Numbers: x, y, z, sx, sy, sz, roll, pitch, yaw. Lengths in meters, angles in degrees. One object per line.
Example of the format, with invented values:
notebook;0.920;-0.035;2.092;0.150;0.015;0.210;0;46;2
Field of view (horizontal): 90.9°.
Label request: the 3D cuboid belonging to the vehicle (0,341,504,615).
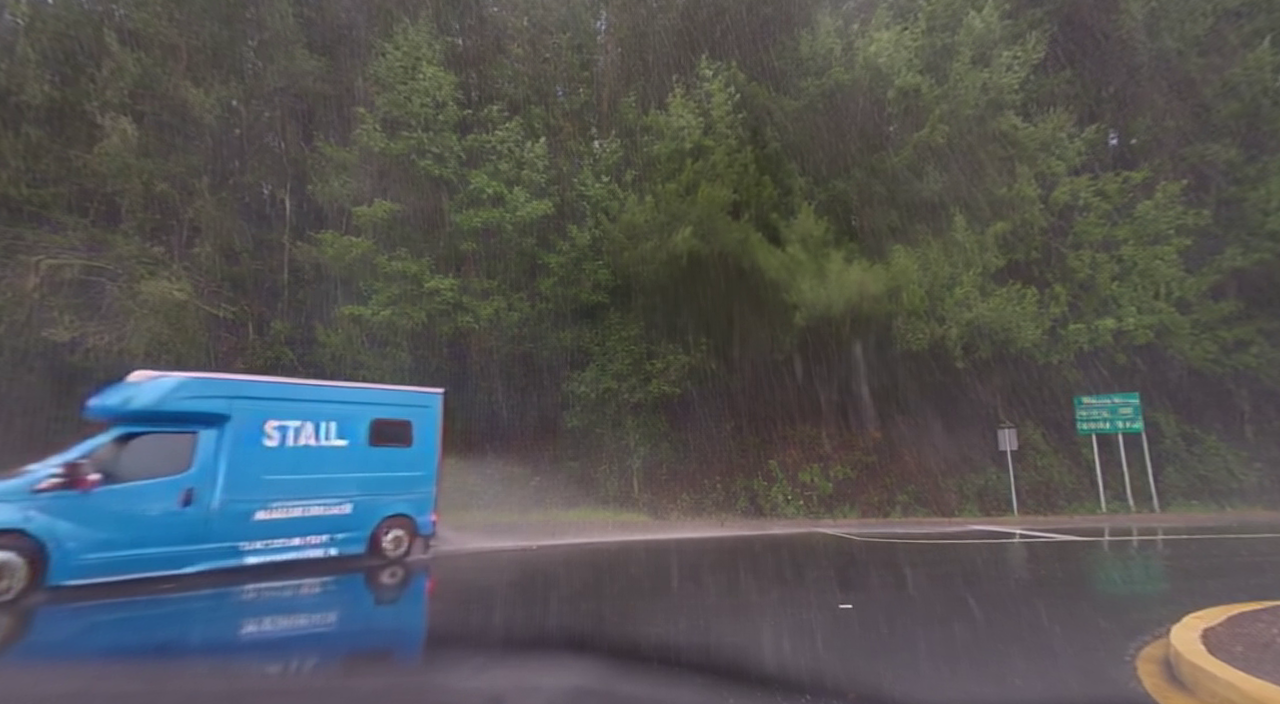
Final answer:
vehicle;-4.918;1.413;7.597;5.923;2.424;2.247;6;-11;-35
